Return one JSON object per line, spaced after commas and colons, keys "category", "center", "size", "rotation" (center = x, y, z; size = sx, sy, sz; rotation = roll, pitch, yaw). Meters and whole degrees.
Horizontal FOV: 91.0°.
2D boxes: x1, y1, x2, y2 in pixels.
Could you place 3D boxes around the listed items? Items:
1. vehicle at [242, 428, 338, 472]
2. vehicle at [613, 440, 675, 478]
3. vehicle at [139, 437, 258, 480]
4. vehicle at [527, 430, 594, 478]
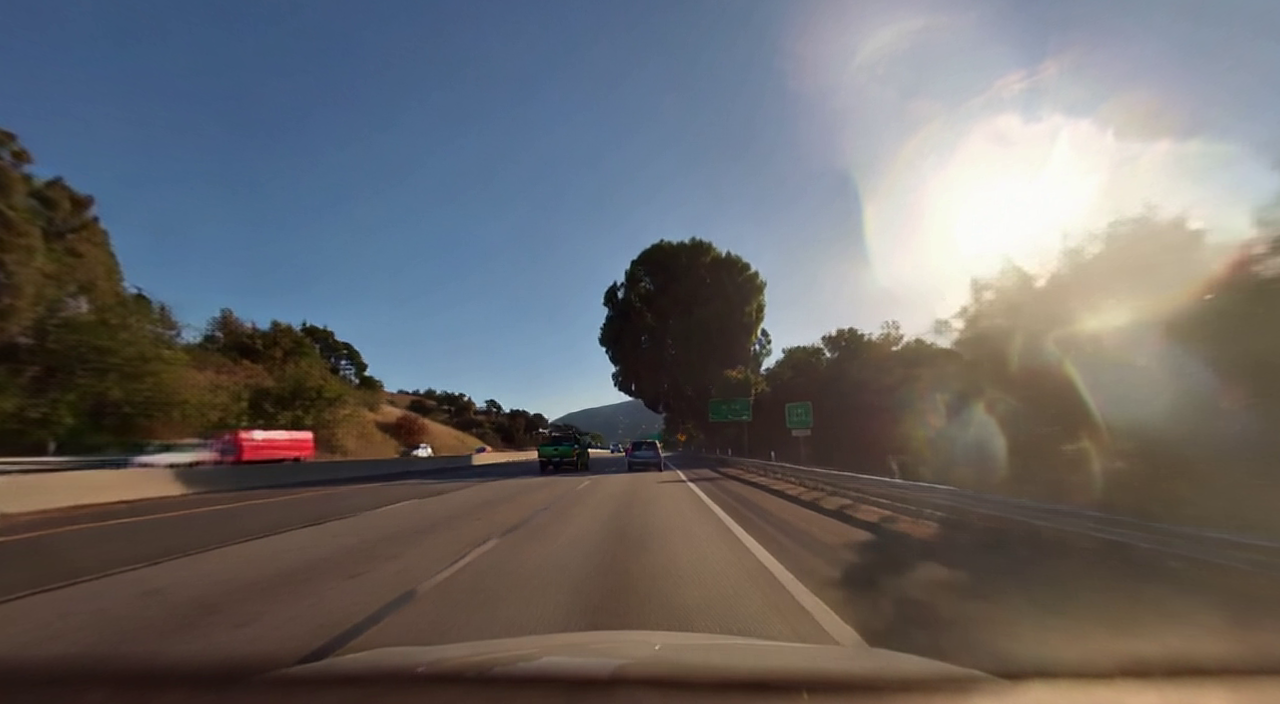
{"category": "vehicle", "center": [-24.349, 6.856, 44.221], "size": [2.554, 2.802, 6.956], "rotation": [-1, -9, 1]}
{"category": "vehicle", "center": [0.243, 5.095, 30.373], "size": [2.715, 1.669, 5.163], "rotation": [0, -9, 2]}
{"category": "vehicle", "center": [-20.601, 4.980, 29.714], "size": [2.045, 1.818, 4.751], "rotation": [0, -9, 1]}
{"category": "vehicle", "center": [-3.442, 4.568, 28.306], "size": [2.250, 1.947, 4.860], "rotation": [0, -9, 2]}
